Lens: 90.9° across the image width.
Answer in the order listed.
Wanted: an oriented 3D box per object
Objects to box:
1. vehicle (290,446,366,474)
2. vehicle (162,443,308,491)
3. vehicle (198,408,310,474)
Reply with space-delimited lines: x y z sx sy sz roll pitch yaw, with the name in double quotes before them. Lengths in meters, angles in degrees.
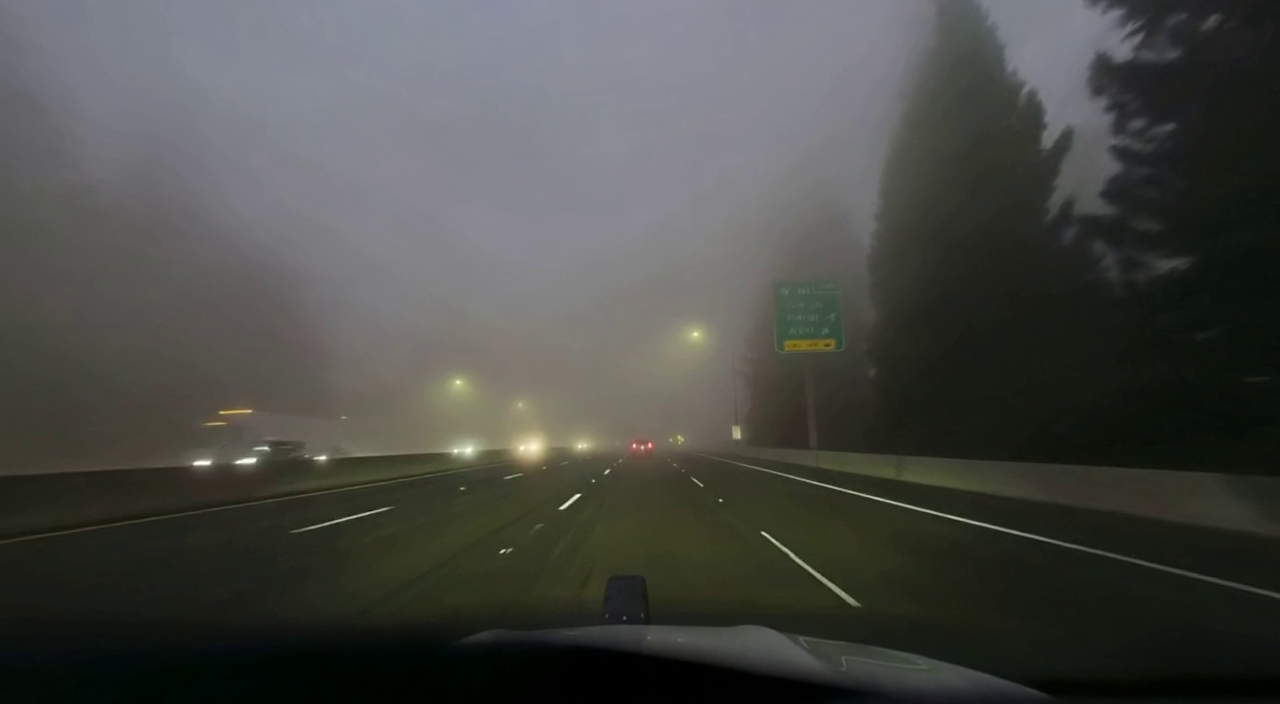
"vehicle" -17.512 6.057 35.679 1.860 1.452 4.723 0 -8 0
"vehicle" -13.742 3.903 21.797 1.896 1.451 4.569 -1 -8 2
"vehicle" -24.803 5.786 41.003 2.990 3.937 6.402 0 -8 1
